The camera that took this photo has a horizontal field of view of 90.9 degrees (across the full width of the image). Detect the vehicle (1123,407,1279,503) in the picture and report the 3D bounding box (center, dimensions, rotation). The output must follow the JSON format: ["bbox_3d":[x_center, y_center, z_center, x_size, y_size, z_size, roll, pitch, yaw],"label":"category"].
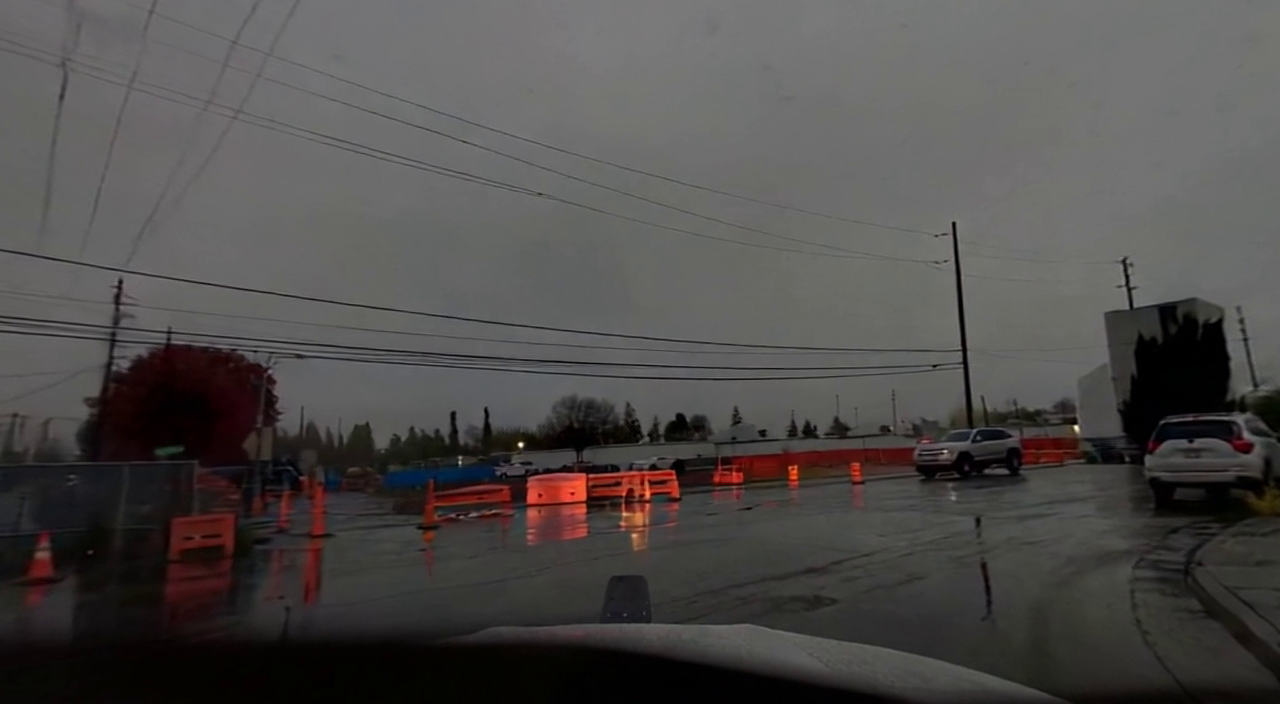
[{"bbox_3d":[13.701,2.419,15.060,4.781,1.897,2.447,8,-12,-42],"label":"vehicle"}]

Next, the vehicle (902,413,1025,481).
[{"bbox_3d":[17.495,5.100,33.818,8.300,3.218,2.790,8,-13,-41],"label":"vehicle"}]
